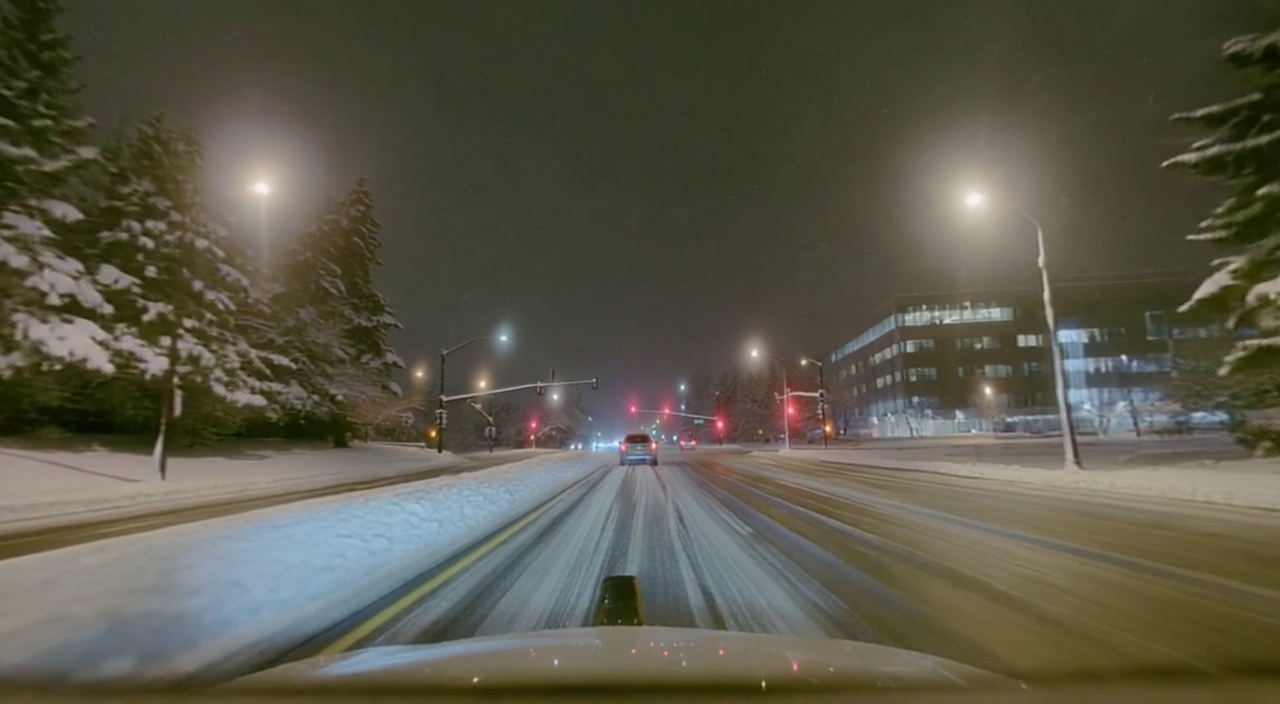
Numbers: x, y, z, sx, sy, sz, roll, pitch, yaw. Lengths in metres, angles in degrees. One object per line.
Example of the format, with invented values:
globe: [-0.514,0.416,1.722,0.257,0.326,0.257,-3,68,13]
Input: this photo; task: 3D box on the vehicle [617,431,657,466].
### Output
vehicle: [-0.169,5.846,38.275,2.267,1.926,4.708,0,-9,0]
